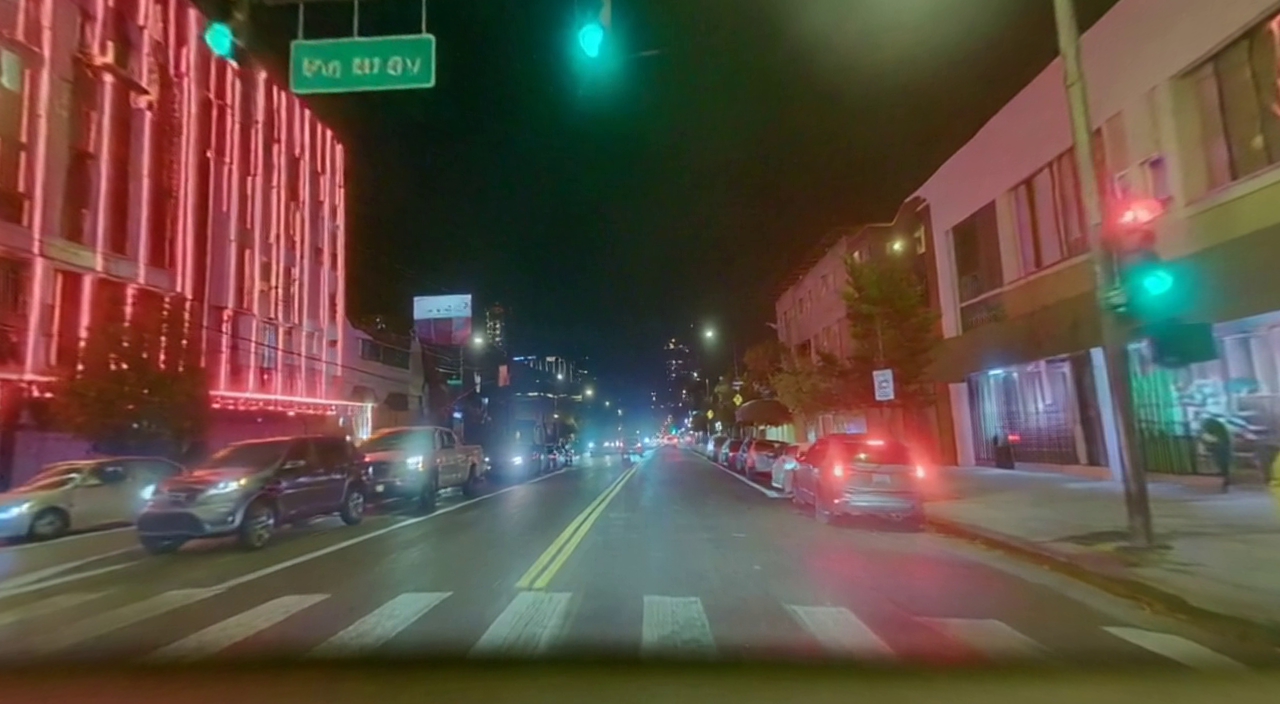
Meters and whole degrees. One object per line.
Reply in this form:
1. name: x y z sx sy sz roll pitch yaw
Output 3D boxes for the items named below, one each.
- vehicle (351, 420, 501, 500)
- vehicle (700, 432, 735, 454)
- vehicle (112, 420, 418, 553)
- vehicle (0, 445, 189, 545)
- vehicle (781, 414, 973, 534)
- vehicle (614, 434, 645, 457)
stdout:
1. vehicle: -5.289 2.757 16.479 1.958 1.731 5.051 -1 -8 2
2. vehicle: 5.817 6.861 47.906 2.155 1.458 5.178 1 -7 1
3. vehicle: -5.255 1.928 9.729 1.942 1.559 4.298 -1 -8 2
4. vehicle: -11.405 2.661 12.430 1.933 1.628 3.973 -1 -8 2
5. vehicle: 3.978 2.115 11.417 1.924 1.765 3.954 0 -8 0
6. vehicle: -0.700 6.706 45.187 1.973 1.496 3.713 -1 -8 2
